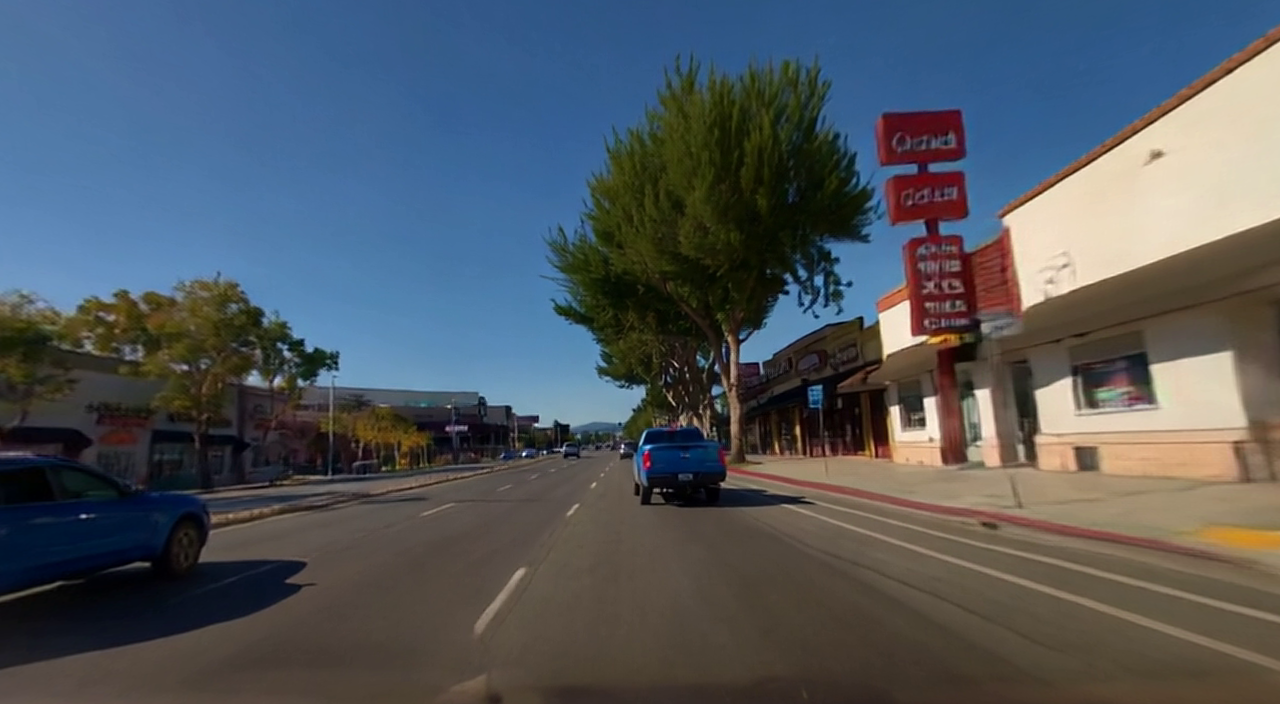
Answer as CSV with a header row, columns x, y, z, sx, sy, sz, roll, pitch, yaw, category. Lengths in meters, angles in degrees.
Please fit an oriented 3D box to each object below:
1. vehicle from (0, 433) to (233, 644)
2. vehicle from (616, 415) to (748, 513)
x,y,z,sx,sy,sz,roll,pitch,yaw,category
-5.338,1.311,4.506,1.888,1.424,4.553,0,-9,-1,vehicle
0.735,2.702,15.624,2.590,1.932,5.776,0,-9,-3,vehicle
